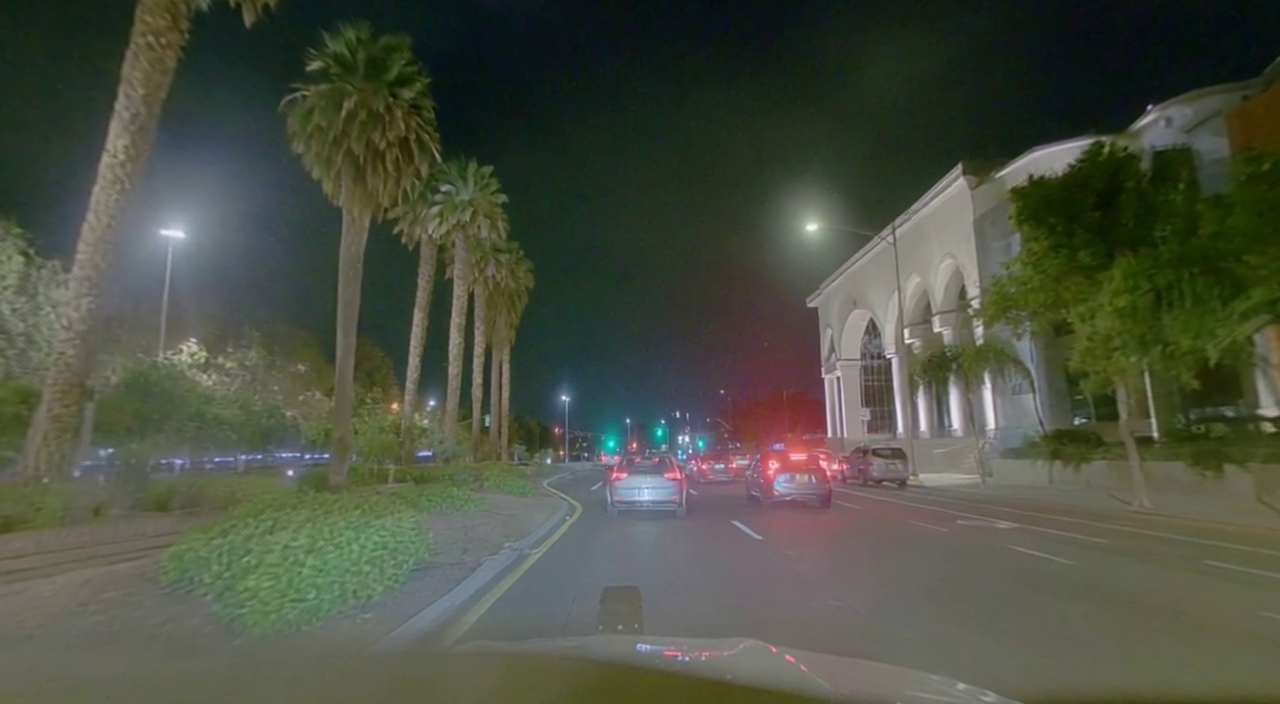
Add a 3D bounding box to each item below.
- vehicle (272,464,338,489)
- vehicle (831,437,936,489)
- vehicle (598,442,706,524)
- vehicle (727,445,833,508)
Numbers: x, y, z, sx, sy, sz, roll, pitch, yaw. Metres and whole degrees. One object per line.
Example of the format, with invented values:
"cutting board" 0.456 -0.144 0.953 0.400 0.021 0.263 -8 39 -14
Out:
"vehicle" -23.726 8.833 44.947 1.957 1.493 4.900 -1 -8 0
"vehicle" 8.785 4.030 23.329 1.994 1.715 4.777 0 -8 0
"vehicle" 0.206 2.784 13.964 2.050 1.521 3.747 0 -8 -1
"vehicle" 3.616 3.260 17.099 1.833 1.465 4.258 0 -8 -1
